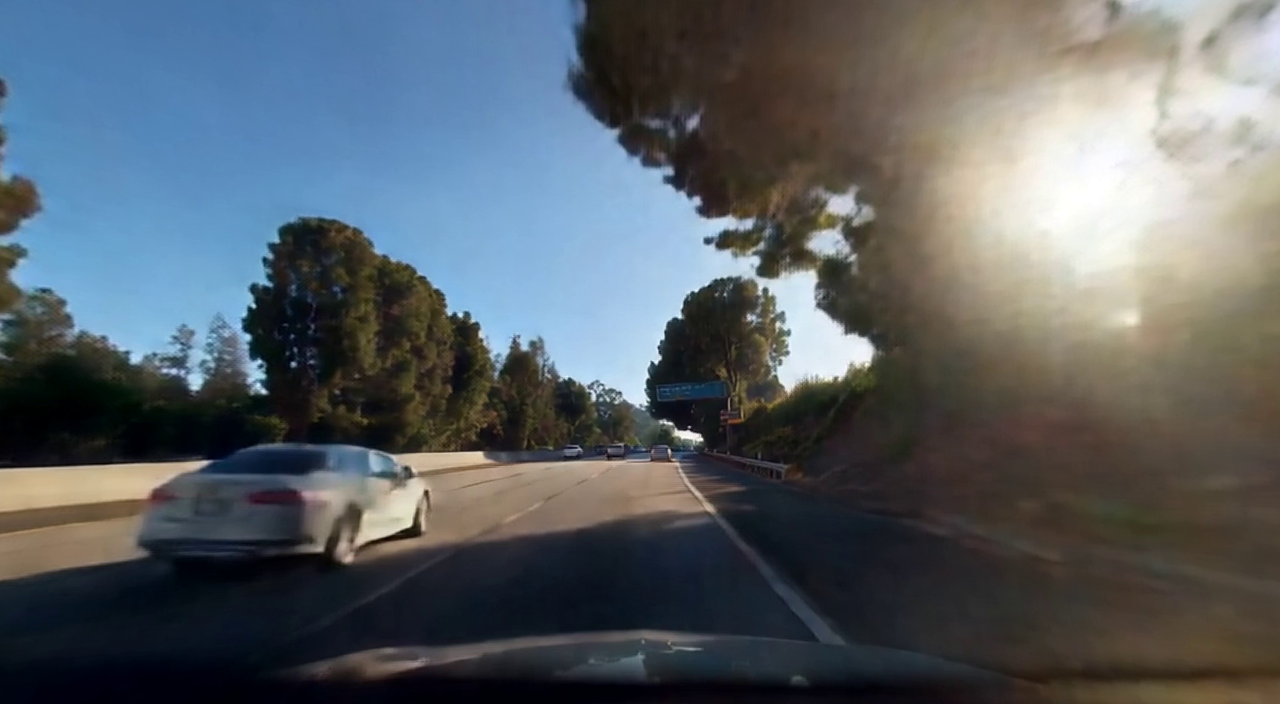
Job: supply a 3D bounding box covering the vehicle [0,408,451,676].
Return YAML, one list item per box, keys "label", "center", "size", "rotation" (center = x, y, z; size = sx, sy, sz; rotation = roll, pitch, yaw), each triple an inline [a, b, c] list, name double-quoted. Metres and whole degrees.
- label: "vehicle"
  center: [-3.501, 1.421, 5.924]
  size: [2.024, 1.531, 4.431]
  rotation: [0, -8, 1]

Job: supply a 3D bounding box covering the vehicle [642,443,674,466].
- label: "vehicle"
  center: [1.285, 7.053, 43.542]
  size: [2.113, 1.464, 4.073]
  rotation: [0, -8, 3]
